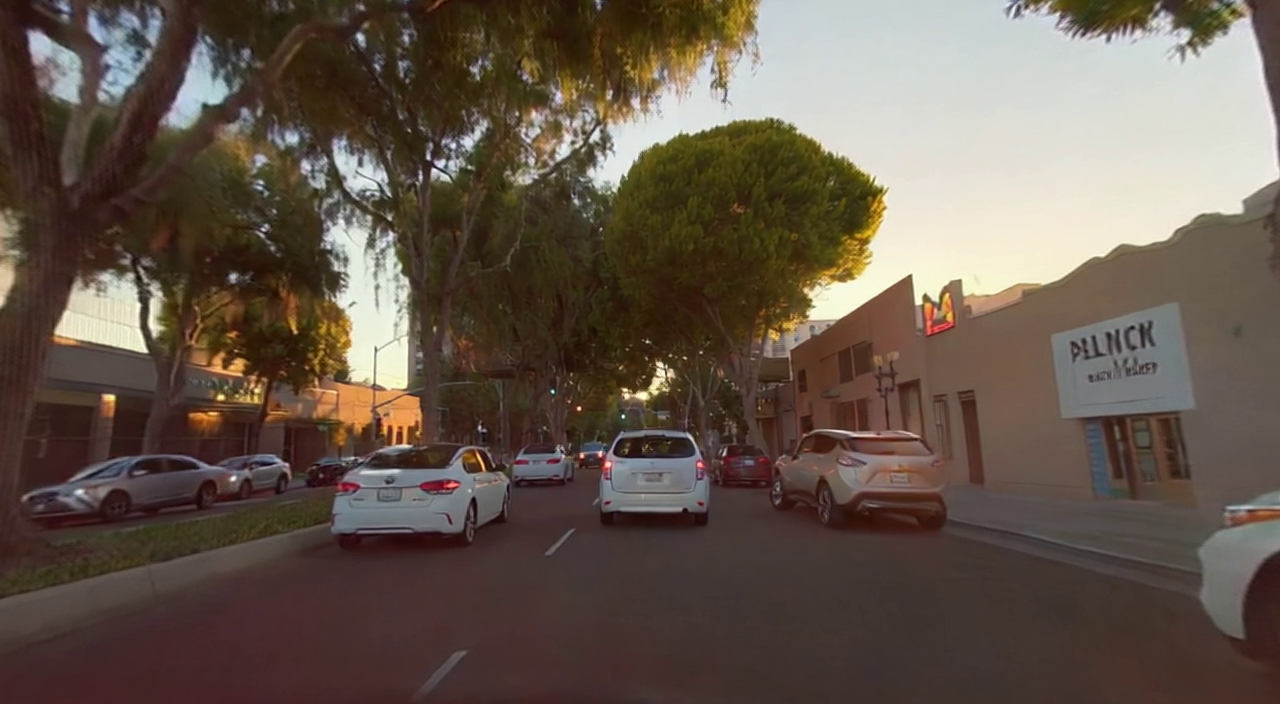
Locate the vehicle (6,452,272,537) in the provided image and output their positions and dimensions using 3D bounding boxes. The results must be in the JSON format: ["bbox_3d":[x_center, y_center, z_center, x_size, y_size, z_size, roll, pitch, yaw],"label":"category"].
[{"bbox_3d":[-10.667,3.012,14.049,2.041,1.500,4.684,-1,-9,0],"label":"vehicle"}]

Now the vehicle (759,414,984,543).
[{"bbox_3d":[4.015,2.332,12.356,2.038,1.865,5.786,2,-9,-2],"label":"vehicle"}]

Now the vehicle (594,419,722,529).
[{"bbox_3d":[0.280,2.290,12.294,2.075,1.770,4.018,0,-9,0],"label":"vehicle"}]

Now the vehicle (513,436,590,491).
[{"bbox_3d":[-3.134,4.048,23.251,2.135,1.806,4.514,0,-9,0],"label":"vehicle"}]

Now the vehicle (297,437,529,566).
[{"bbox_3d":[-3.022,2.067,9.519,1.908,1.474,4.257,0,-9,0],"label":"vehicle"}]

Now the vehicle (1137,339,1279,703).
[{"bbox_3d":[4.060,0.601,1.193,1.987,1.877,5.330,0,-9,2],"label":"vehicle"}]
